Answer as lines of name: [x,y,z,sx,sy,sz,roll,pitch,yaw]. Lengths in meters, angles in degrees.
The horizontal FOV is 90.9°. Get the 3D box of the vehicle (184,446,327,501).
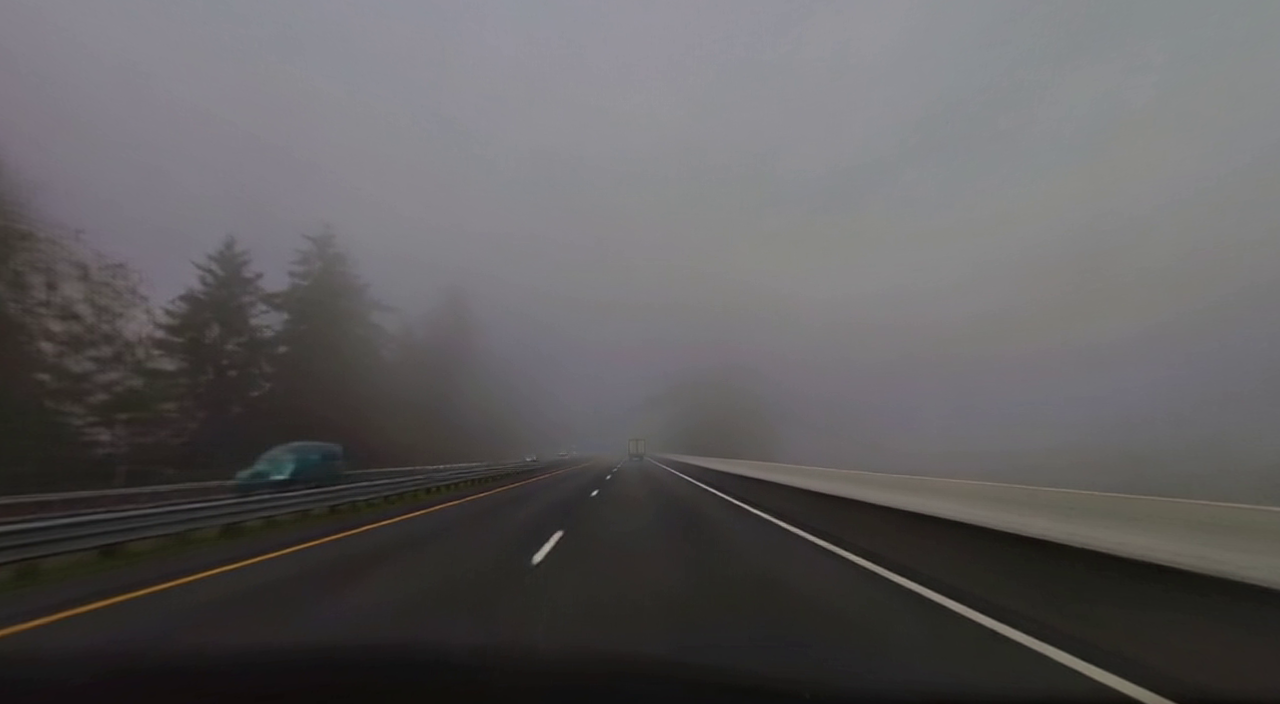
vehicle: [-13.072,4.121,21.836,2.009,1.664,4.618,0,-9,0]
